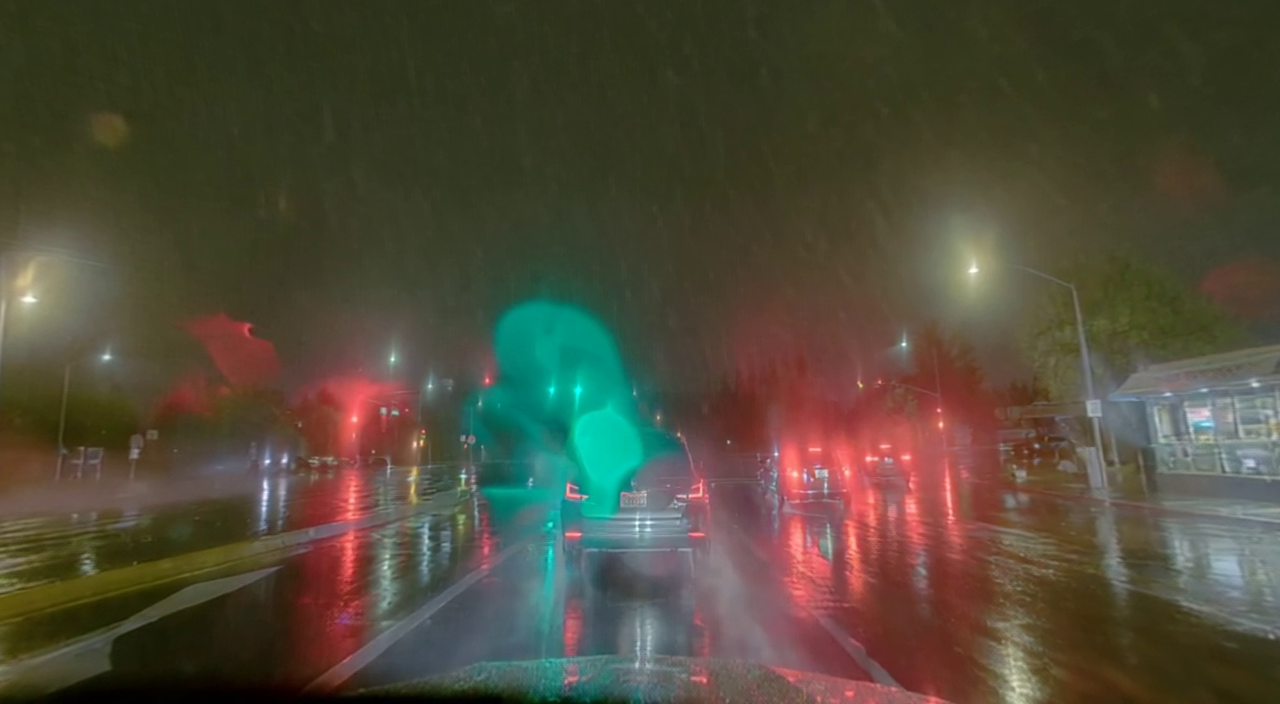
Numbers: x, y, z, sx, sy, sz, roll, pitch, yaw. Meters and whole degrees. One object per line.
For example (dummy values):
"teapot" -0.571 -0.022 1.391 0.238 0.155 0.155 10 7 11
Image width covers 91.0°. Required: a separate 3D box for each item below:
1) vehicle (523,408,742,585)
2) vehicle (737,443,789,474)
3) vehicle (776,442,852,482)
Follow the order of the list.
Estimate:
"vehicle" -0.058 1.696 8.123 2.115 1.700 3.901 0 -8 1
"vehicle" 6.274 5.457 32.642 1.961 1.477 4.454 0 -9 2
"vehicle" 6.863 4.379 25.273 1.833 1.452 4.237 0 -9 0
